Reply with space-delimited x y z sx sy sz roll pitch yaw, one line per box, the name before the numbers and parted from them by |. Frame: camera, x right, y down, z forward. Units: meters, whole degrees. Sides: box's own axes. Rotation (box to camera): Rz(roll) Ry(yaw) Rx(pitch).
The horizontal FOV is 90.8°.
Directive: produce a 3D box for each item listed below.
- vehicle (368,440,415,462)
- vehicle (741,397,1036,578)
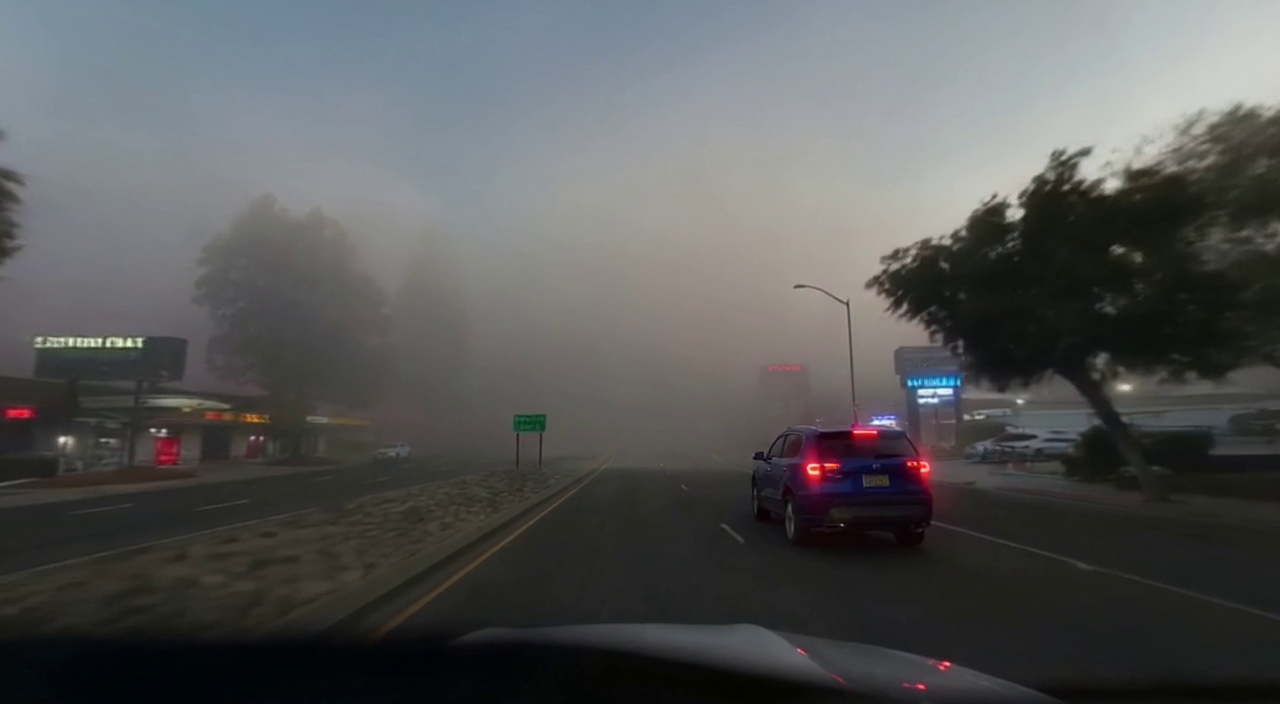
vehicle | -19.480 7.815 49.715 1.988 1.634 4.301 0 -9 -1
vehicle | 2.858 1.700 8.689 2.130 1.790 4.615 0 -9 0
